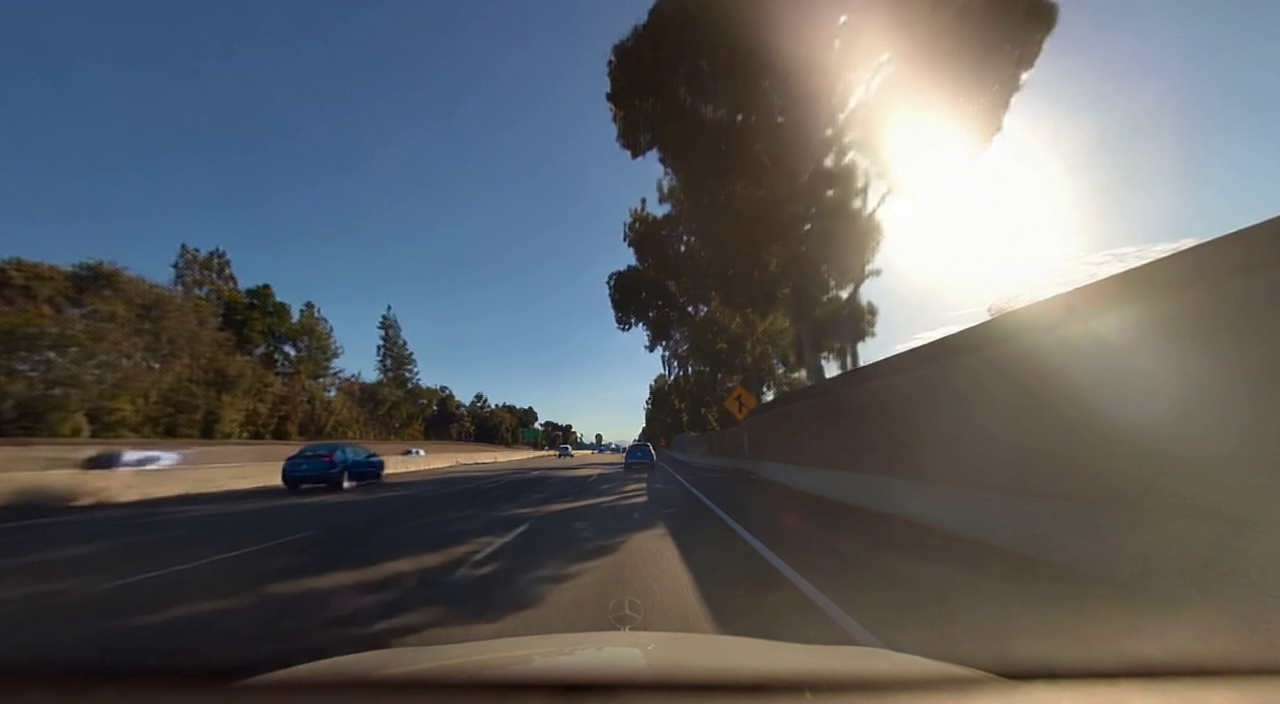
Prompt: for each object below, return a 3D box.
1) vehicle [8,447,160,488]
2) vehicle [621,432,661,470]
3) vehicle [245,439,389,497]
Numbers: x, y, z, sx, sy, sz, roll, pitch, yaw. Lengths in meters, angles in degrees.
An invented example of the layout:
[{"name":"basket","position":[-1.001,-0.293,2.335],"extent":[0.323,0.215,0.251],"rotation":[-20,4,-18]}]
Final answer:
[{"name":"vehicle","position":[-23.463,4.866,26.942],"extent":[2.049,1.557,4.828],"rotation":[0,-8,1]},{"name":"vehicle","position":[0.057,6.026,38.597],"extent":[2.318,2.145,4.561],"rotation":[0,-8,0]},{"name":"vehicle","position":[-10.242,3.687,20.547],"extent":[2.037,1.661,4.885],"rotation":[0,-8,1]}]
